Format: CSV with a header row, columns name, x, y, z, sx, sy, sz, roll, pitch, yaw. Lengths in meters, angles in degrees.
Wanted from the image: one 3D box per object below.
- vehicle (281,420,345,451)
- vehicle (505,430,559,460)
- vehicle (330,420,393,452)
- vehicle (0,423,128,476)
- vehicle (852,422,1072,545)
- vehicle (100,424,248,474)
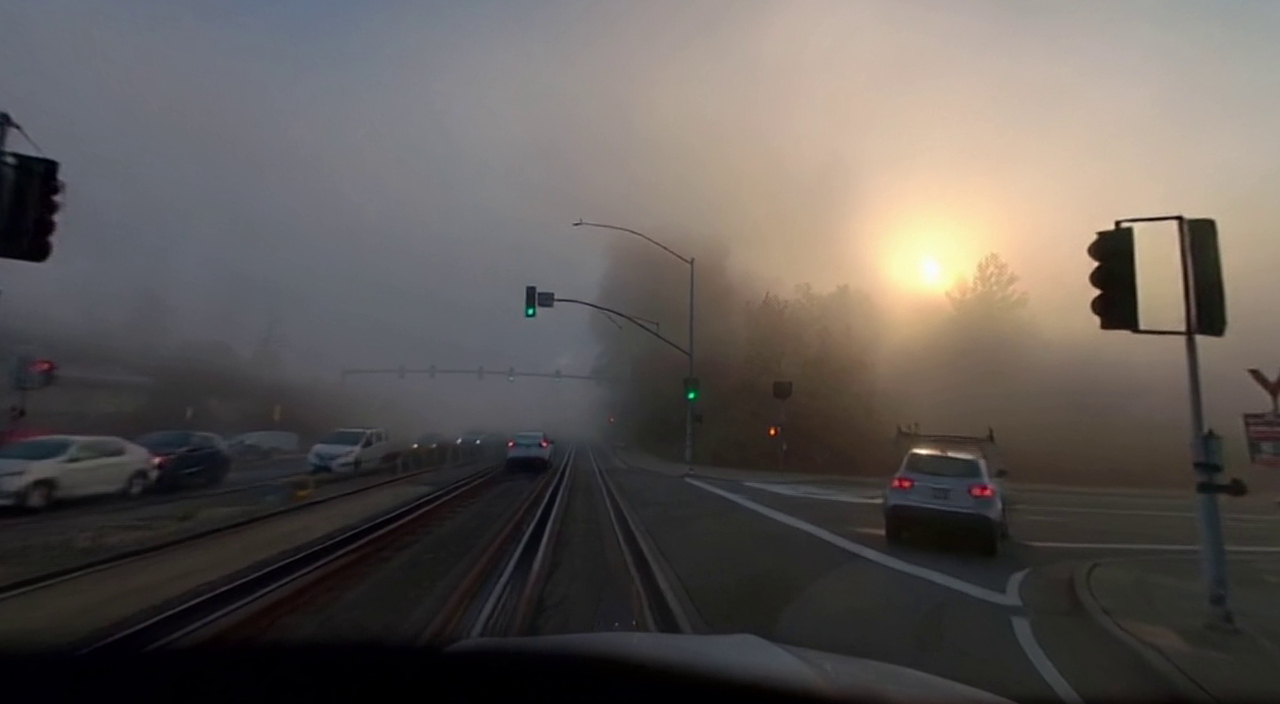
name,x,y,z,sx,sy,sz,roll,pitch,yaw
vehicle,-21.635,5.583,42.000,1.972,1.898,4.620,1,-8,-4
vehicle,-5.697,4.958,33.808,2.004,1.482,4.799,1,-8,0
vehicle,-17.265,5.259,39.460,2.013,1.787,4.823,1,-8,-4
vehicle,-19.013,3.044,20.058,1.908,1.482,4.621,2,-8,-6
vehicle,6.661,2.471,12.753,2.404,1.926,5.251,-7,-11,44
vehicle,-15.261,3.195,21.045,1.864,1.456,4.409,2,-8,-5
